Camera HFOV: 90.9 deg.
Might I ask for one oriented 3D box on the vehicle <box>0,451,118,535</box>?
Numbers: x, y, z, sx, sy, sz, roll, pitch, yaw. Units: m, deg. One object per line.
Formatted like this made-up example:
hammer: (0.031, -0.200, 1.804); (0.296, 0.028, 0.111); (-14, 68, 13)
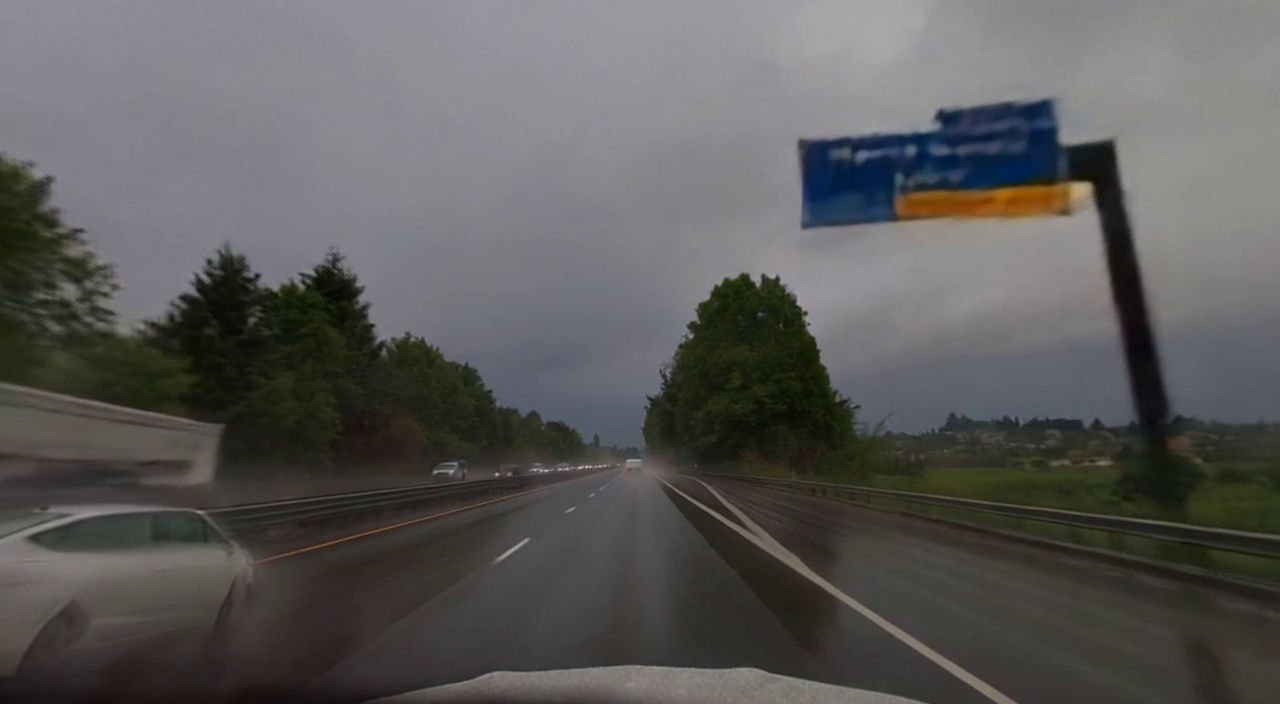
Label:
vehicle: (-12.464, 2.562, 11.542); (1.901, 1.489, 4.490); (1, -10, 0)

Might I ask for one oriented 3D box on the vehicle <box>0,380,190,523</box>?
vehicle: (-17.186, 2.601, 16.361); (2.711, 3.469, 11.278); (1, -10, -1)
